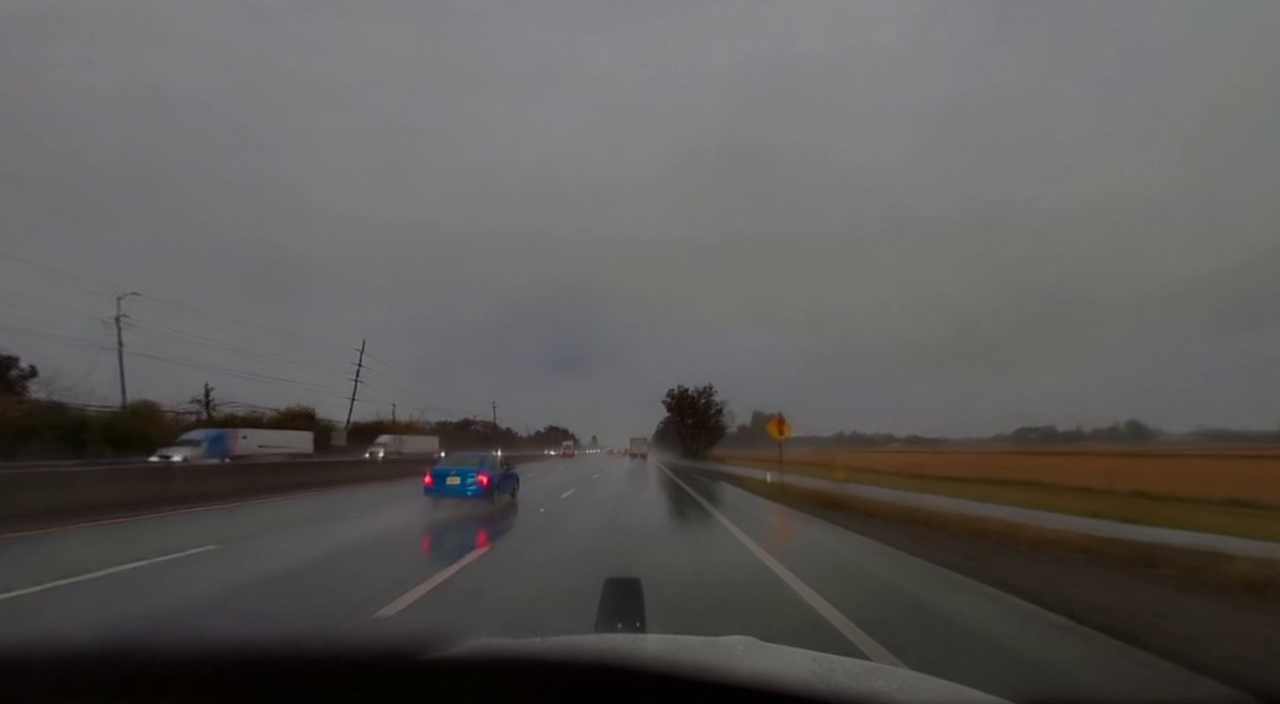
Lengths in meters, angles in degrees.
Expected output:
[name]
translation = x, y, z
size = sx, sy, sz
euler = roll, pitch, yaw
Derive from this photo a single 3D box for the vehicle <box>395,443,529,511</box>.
[vehicle]
translation = -4.411, 3.161, 16.442
size = 2.104, 1.501, 4.459
euler = 0, -9, 1
